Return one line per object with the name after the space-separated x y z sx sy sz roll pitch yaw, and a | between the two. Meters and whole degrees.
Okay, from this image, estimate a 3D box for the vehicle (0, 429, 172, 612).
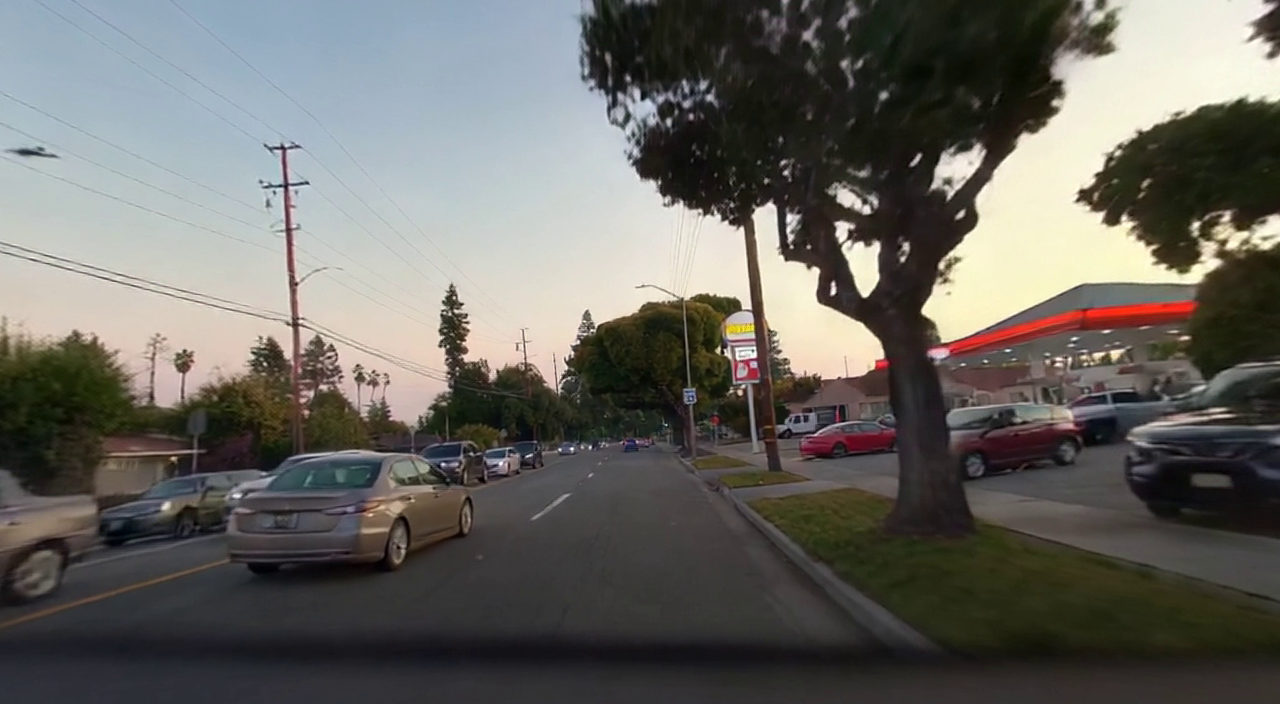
-6.997 1.620 5.542 2.017 1.681 5.186 -6 -9 -2 | vehicle

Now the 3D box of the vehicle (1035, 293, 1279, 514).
7.927 0.769 8.002 5.441 2.056 2.552 4 -10 -30 | vehicle

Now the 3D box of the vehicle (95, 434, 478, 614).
-3.500 1.752 7.489 1.943 1.455 4.414 0 -8 1 | vehicle

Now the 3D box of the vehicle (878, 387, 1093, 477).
7.478 1.749 13.634 4.344 1.674 1.912 4 -10 -29 | vehicle

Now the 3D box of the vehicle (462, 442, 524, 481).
-6.637 4.963 28.991 1.863 1.506 4.597 -3 -9 -2 | vehicle

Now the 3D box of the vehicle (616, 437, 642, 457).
-0.793 7.245 48.274 1.909 1.482 4.390 0 -8 0 | vehicle

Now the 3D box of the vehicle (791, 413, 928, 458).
8.196 3.129 23.537 4.713 1.518 2.035 4 -9 -27 | vehicle
